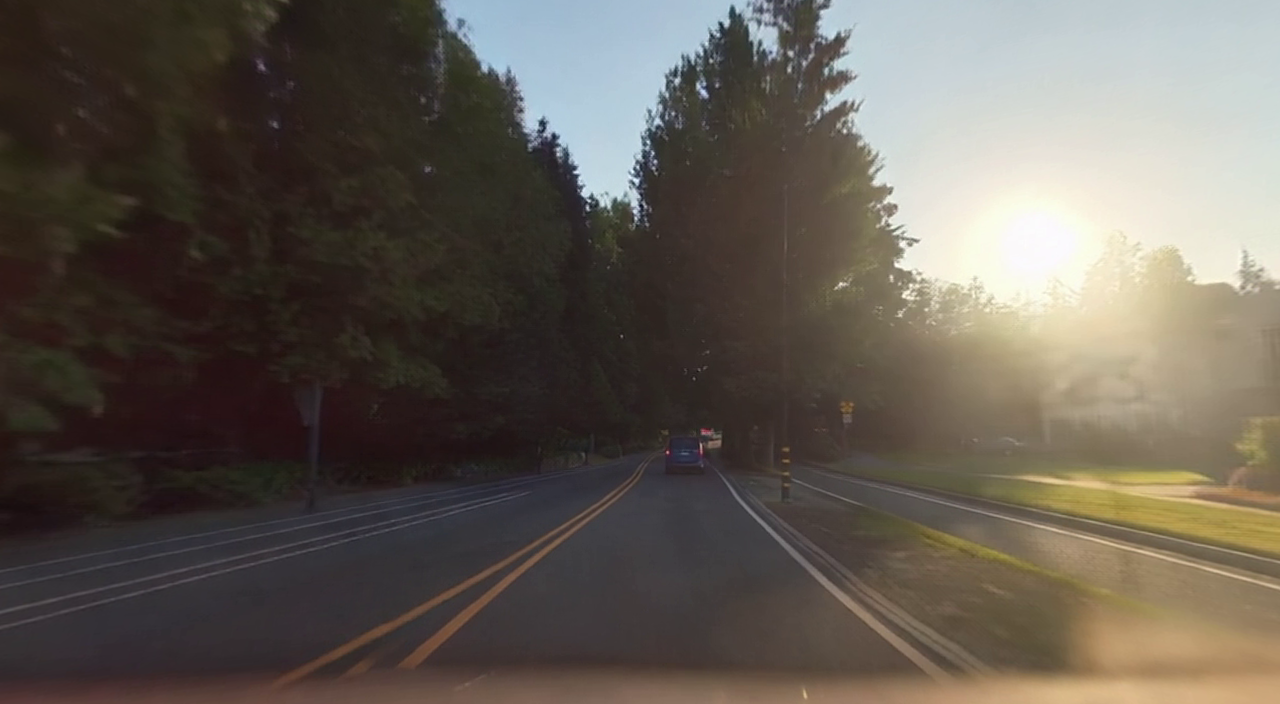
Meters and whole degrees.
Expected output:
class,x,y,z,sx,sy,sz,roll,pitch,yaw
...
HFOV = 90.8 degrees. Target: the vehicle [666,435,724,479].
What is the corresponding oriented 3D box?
class,x,y,z,sx,sy,sz,roll,pitch,yaw
vehicle,2.422,4.446,26.952,2.216,1.708,4.110,-1,-9,8
